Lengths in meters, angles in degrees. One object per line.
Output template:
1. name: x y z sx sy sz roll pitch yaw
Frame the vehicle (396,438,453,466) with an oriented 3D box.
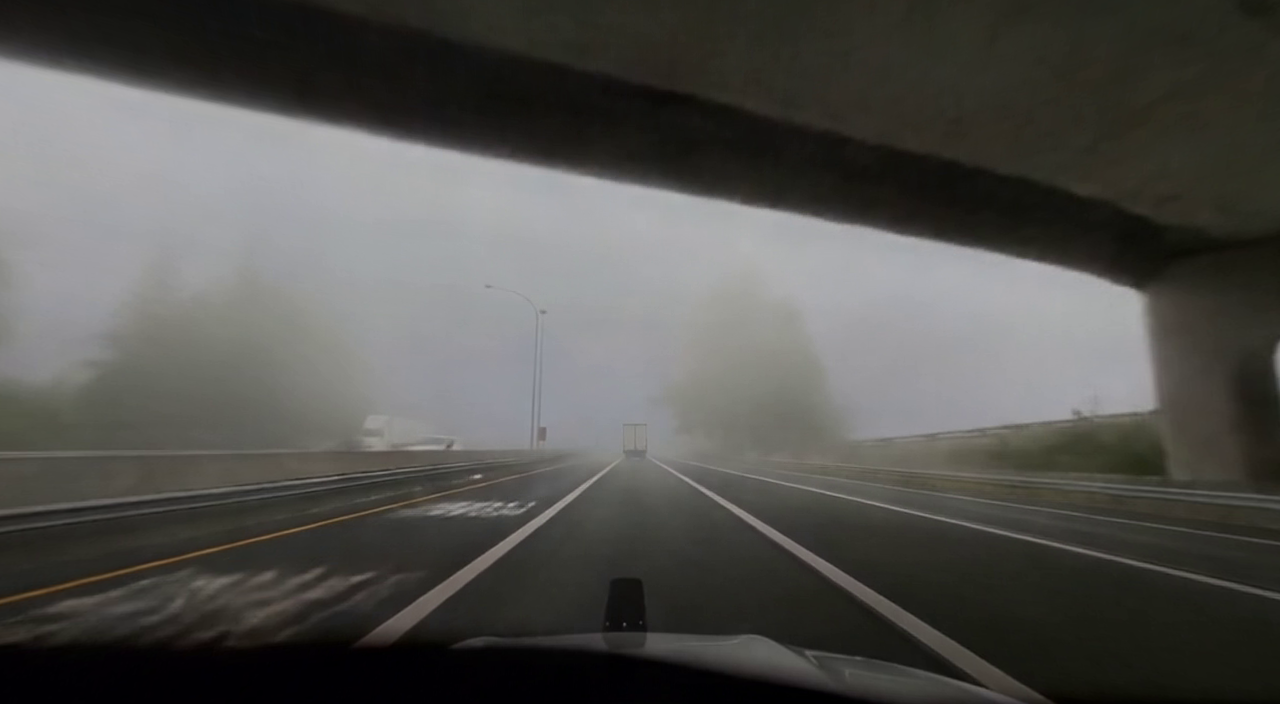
1. vehicle: -12.059 5.619 35.455 1.757 1.476 3.783 0 -9 1

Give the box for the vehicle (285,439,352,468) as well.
1. vehicle: -15.790 5.002 31.105 1.515 1.370 3.291 0 -9 1
